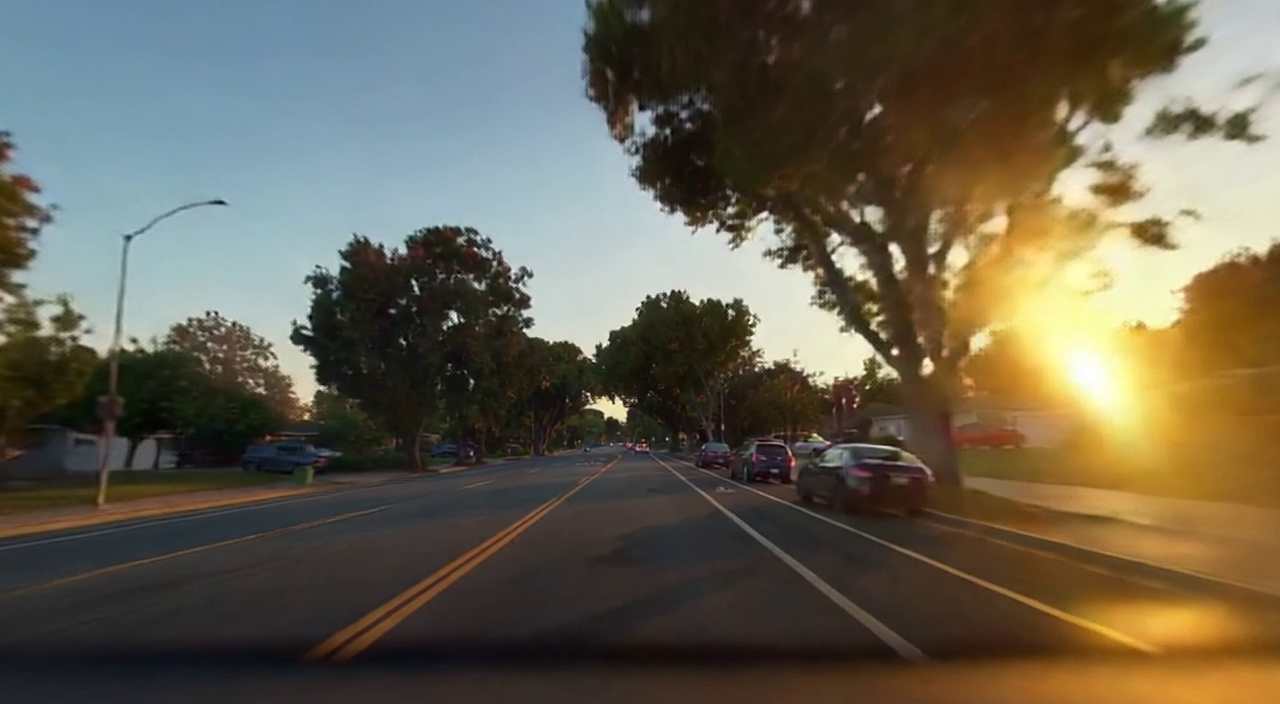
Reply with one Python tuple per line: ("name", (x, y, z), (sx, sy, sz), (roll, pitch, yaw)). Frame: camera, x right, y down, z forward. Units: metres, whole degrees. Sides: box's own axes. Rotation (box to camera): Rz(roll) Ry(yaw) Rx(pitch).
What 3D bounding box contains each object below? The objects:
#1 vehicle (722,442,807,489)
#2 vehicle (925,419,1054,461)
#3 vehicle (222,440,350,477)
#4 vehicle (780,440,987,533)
("vehicle", (4.390, 4.059, 23.018), (1.999, 1.512, 4.826), (0, -8, -2))
("vehicle", (18.162, 4.580, 32.859), (5.481, 1.869, 2.195), (-2, -8, -7))
("vehicle", (-19.383, 5.843, 34.675), (5.684, 1.934, 2.217), (0, -8, 1))
("vehicle", (4.514, 2.547, 12.761), (1.968, 1.467, 5.107), (0, -8, -2))
